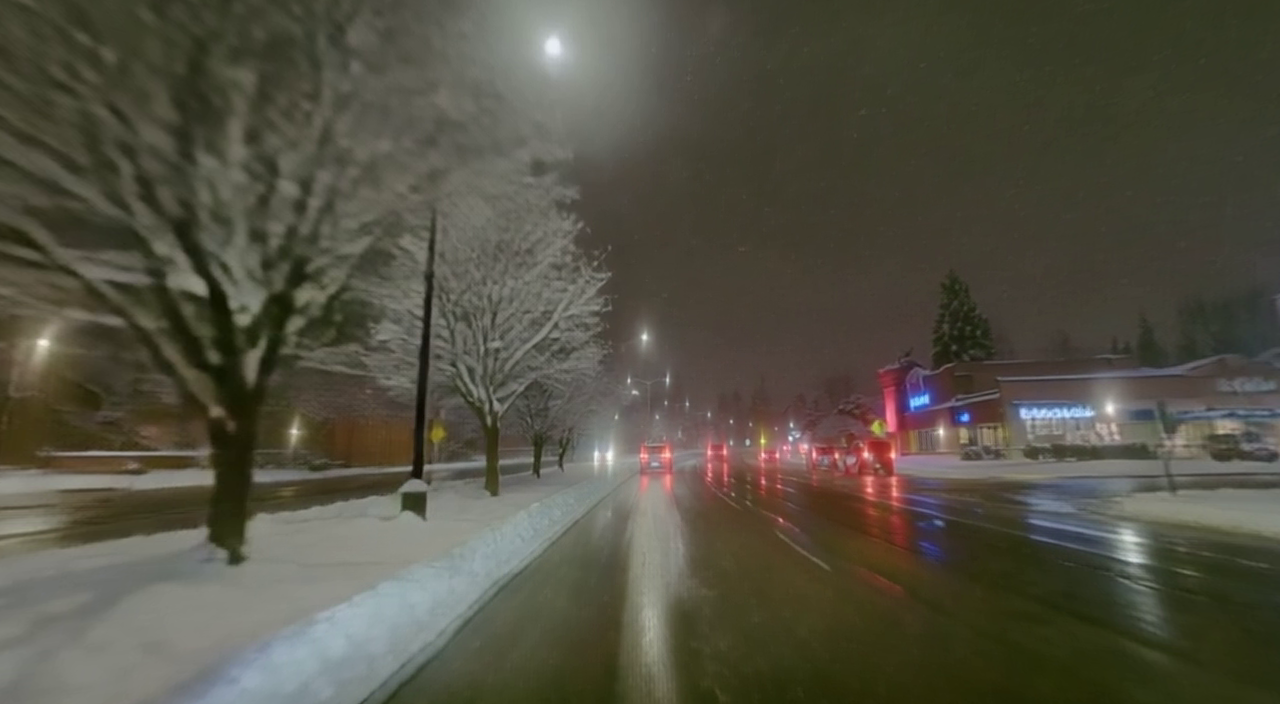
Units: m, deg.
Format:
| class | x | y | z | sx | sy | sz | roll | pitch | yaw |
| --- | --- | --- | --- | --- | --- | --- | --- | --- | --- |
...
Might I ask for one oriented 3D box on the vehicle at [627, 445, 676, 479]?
| class | x | y | z | sx | sy | sz | roll | pitch | yaw |
| --- | --- | --- | --- | --- | --- | --- | --- | --- | --- |
| vehicle | 0.607 | 5.029 | 29.244 | 2.095 | 1.456 | 3.873 | -1 | -8 | 4 |
